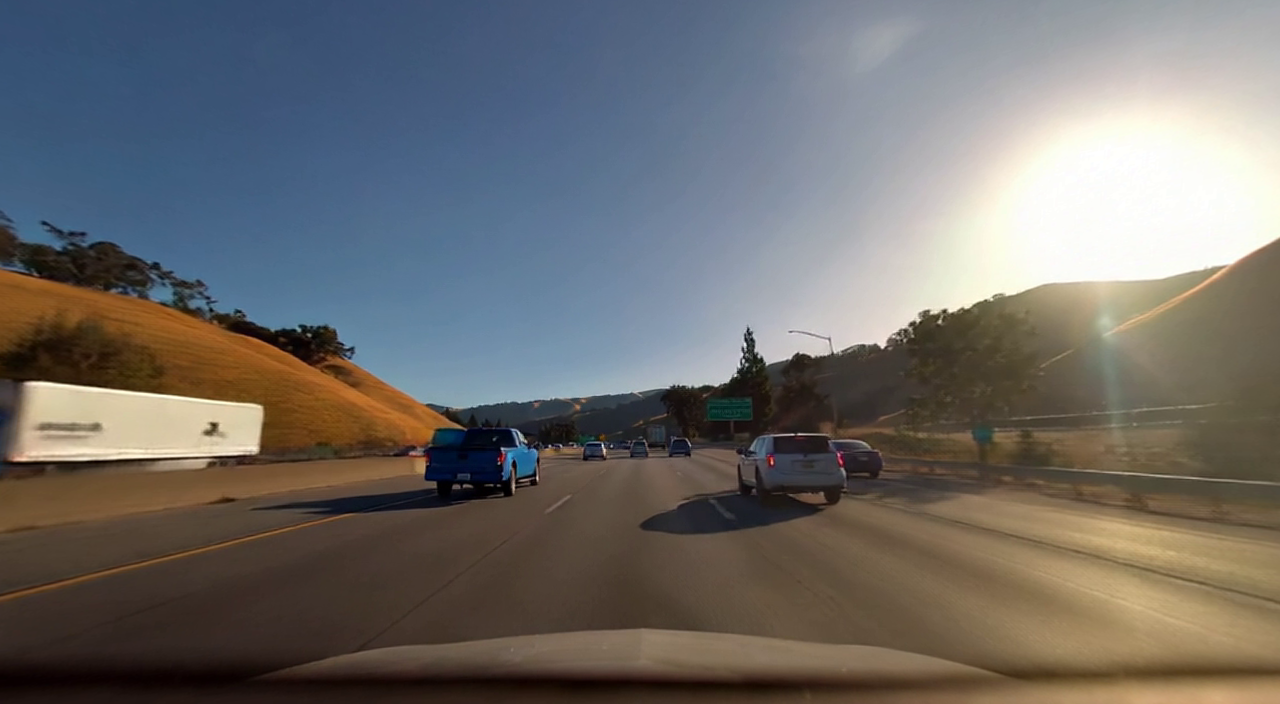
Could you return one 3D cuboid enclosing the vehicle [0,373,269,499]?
[{"bbox_3d":[-24.330,4.189,30.421,2.923,4.450,16.456,-1,-9,0],"label":"vehicle"}]

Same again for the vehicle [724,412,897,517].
[{"bbox_3d":[3.594,2.530,14.761,2.424,1.952,5.611,0,-8,-1],"label":"vehicle"}]

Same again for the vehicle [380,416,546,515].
[{"bbox_3d":[-3.747,2.530,14.599,2.227,1.853,5.161,0,-8,1],"label":"vehicle"}]

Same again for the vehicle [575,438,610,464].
[{"bbox_3d":[-3.441,7.275,46.642,2.235,1.785,4.386,0,-8,1],"label":"vehicle"}]
